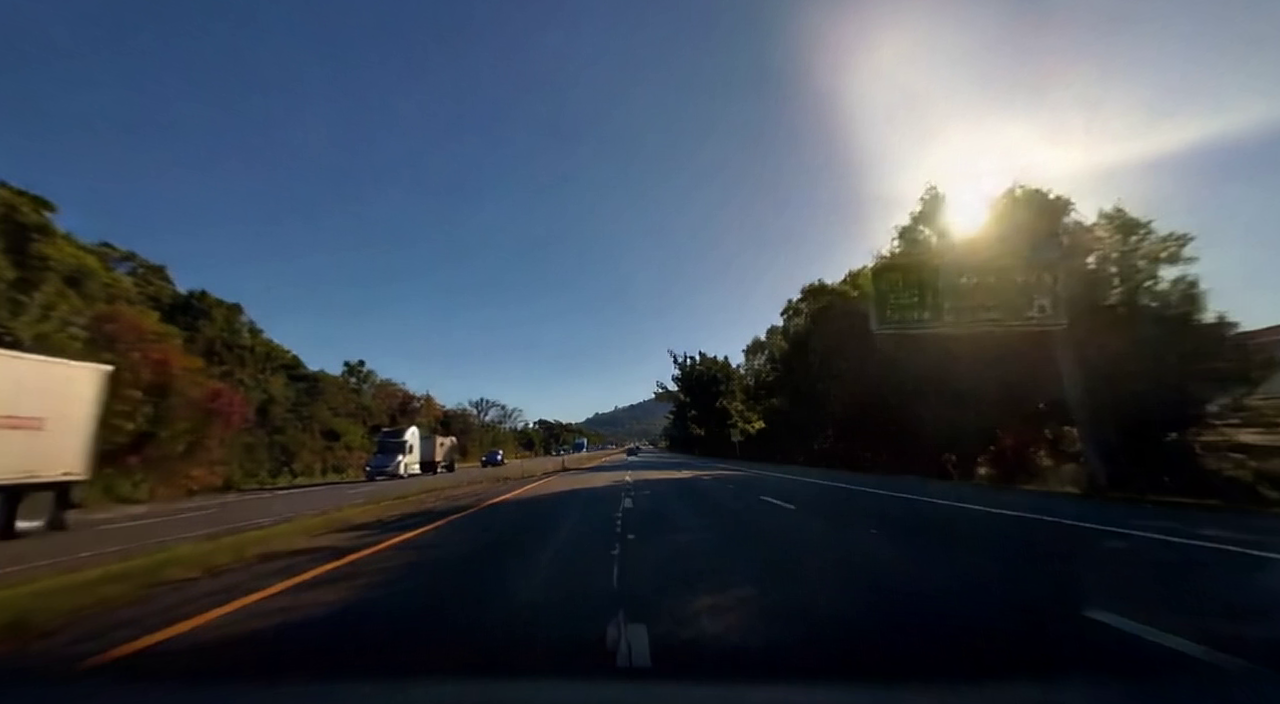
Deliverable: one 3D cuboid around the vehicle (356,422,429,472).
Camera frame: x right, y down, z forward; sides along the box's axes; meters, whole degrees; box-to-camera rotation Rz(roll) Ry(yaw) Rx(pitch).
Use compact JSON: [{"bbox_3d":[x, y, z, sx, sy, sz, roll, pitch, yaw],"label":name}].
[{"bbox_3d":[-19.268,7.496,49.516,3.076,3.601,6.720,0,-9,-2],"label":"vehicle"}]
